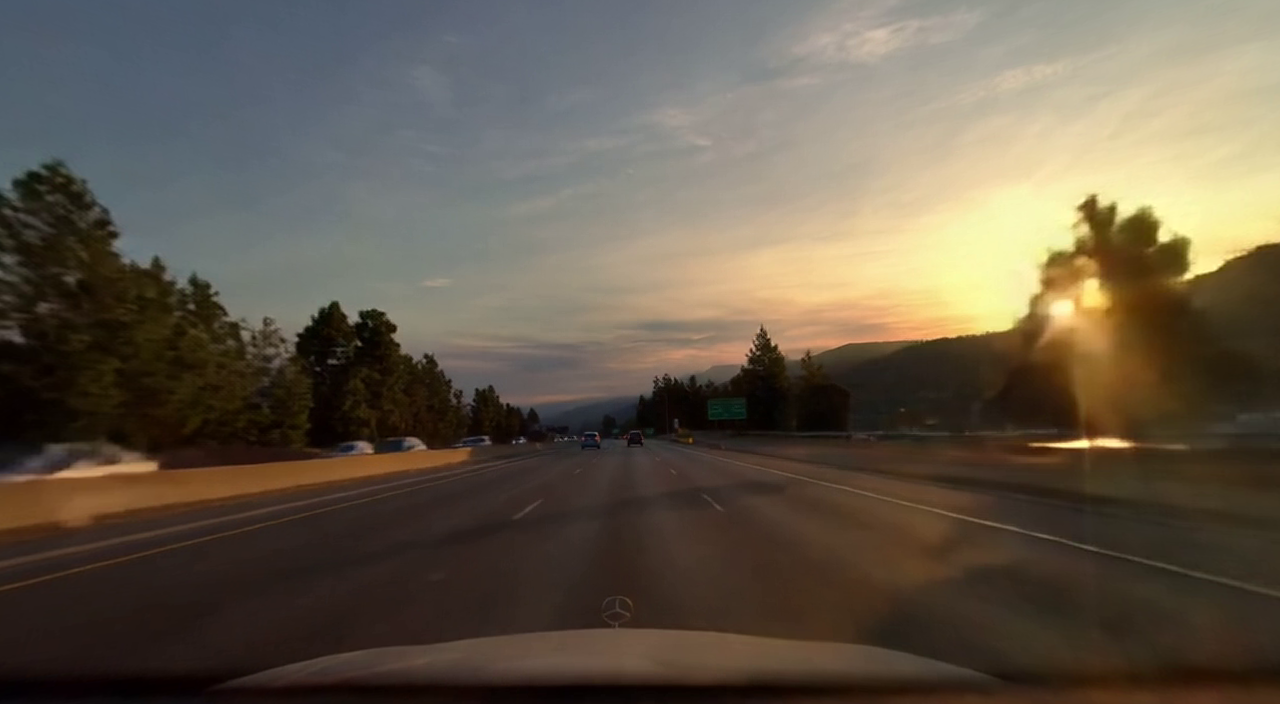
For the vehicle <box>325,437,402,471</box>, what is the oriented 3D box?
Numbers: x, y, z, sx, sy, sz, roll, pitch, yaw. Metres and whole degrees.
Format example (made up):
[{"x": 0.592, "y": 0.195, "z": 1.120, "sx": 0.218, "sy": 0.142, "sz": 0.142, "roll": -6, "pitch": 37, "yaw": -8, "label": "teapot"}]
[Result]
[{"x": -12.706, "y": 4.662, "z": 29.178, "sx": 1.810, "sy": 1.435, "sz": 3.941, "roll": 0, "pitch": -8, "yaw": -1, "label": "vehicle"}]
